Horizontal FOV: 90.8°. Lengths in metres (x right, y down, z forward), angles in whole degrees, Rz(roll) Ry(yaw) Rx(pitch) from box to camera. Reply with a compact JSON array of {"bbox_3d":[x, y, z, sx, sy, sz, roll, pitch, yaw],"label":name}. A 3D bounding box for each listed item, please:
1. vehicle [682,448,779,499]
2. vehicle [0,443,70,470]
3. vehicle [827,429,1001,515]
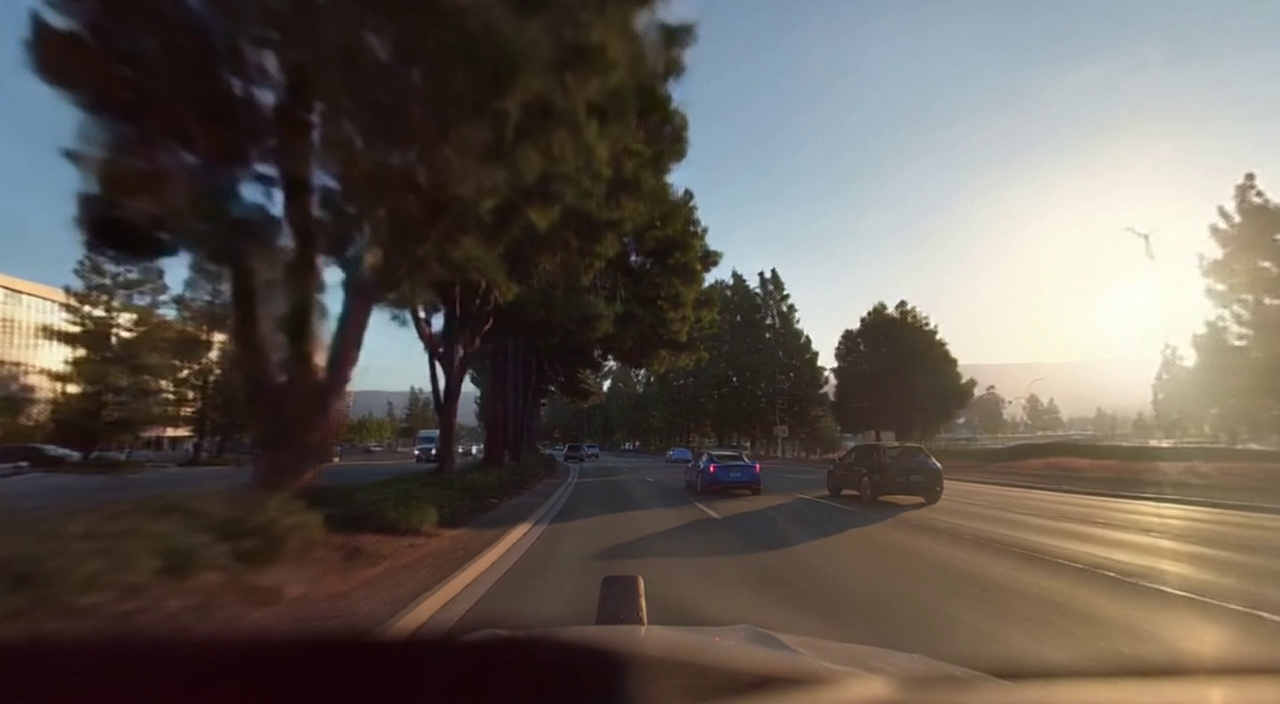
[{"bbox_3d":[2.557,3.573,19.058,1.990,1.347,4.388,1,-9,-4],"label":"vehicle"},{"bbox_3d":[-36.173,6.105,36.981,3.752,1.429,1.721,2,-9,-3],"label":"vehicle"},{"bbox_3d":[6.249,2.775,15.118,1.987,1.730,4.373,0,-9,-3],"label":"vehicle"}]
